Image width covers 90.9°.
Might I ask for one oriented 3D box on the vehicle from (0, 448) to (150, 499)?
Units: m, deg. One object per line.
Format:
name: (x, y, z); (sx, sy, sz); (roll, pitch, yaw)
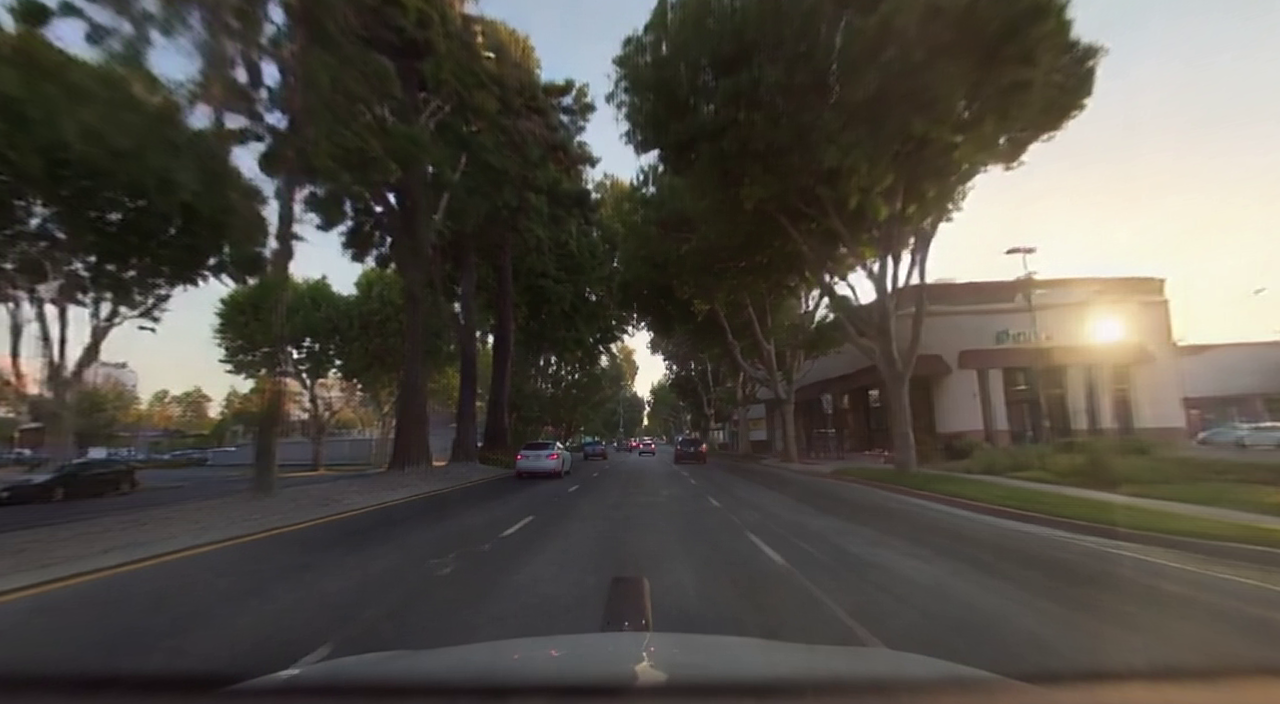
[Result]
vehicle: (-22.637, 4.811, 25.403); (1.958, 1.780, 4.479); (-1, -8, 3)

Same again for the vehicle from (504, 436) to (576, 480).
vehicle: (-3.666, 3.984, 24.009); (1.908, 1.481, 4.536); (0, -8, 1)

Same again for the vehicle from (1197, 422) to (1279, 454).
vehicle: (30.693, 4.237, 30.978); (1.914, 1.507, 4.550); (1, -8, -12)

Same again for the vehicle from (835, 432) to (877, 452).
vehicle: (16.021, 6.716, 46.986); (1.823, 1.413, 3.884); (0, -8, 2)

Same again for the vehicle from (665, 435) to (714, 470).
vehicle: (2.350, 4.876, 30.764); (1.922, 1.579, 3.642); (0, -8, -2)
